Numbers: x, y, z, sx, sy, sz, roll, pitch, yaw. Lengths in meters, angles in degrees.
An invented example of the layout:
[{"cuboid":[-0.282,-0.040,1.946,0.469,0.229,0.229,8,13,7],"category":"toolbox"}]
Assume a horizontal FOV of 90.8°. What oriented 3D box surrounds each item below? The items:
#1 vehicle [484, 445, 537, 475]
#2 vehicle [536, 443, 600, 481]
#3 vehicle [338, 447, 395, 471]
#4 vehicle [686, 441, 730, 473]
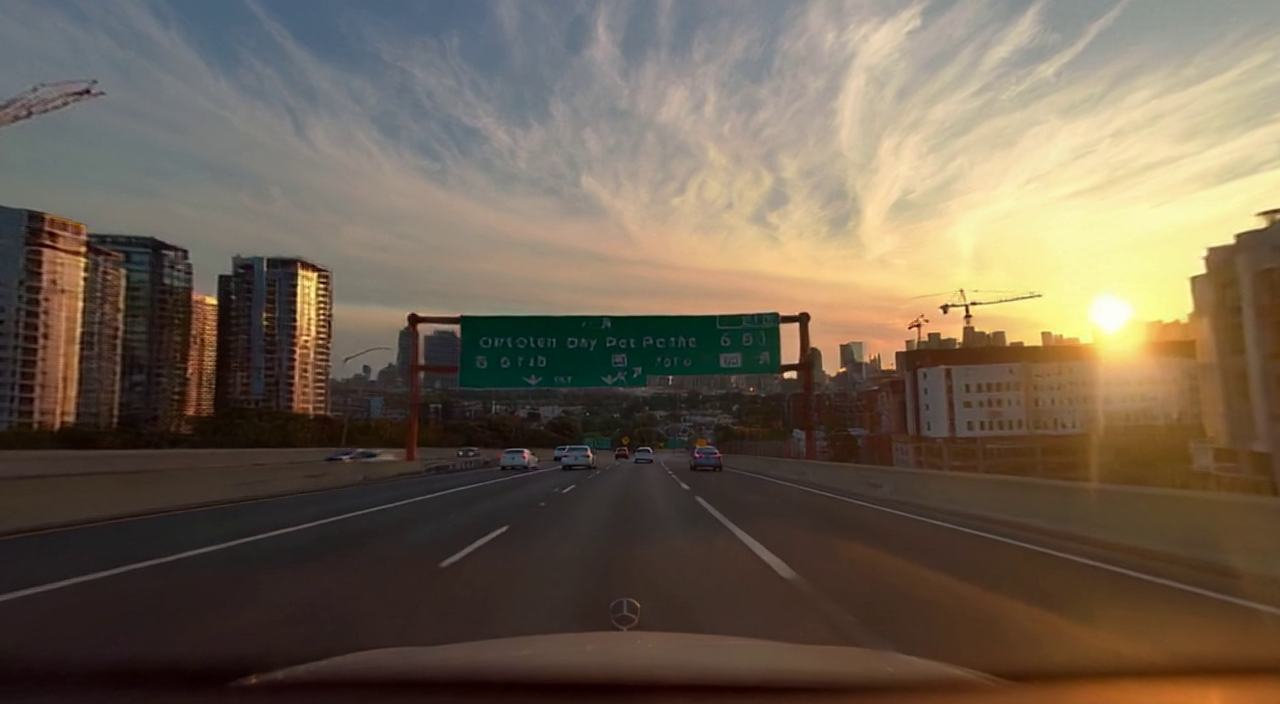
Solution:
[{"cuboid":[-7.058,5.940,34.919,1.951,1.528,4.209,0,-9,2],"category":"vehicle"},{"cuboid":[-3.067,4.796,27.849,2.136,1.512,4.488,0,-9,2],"category":"vehicle"},{"cuboid":[-20.095,7.871,46.676,1.969,1.656,4.655,-1,-9,3],"category":"vehicle"},{"cuboid":[3.690,5.753,34.848,1.978,1.602,4.092,0,-9,1],"category":"vehicle"}]
